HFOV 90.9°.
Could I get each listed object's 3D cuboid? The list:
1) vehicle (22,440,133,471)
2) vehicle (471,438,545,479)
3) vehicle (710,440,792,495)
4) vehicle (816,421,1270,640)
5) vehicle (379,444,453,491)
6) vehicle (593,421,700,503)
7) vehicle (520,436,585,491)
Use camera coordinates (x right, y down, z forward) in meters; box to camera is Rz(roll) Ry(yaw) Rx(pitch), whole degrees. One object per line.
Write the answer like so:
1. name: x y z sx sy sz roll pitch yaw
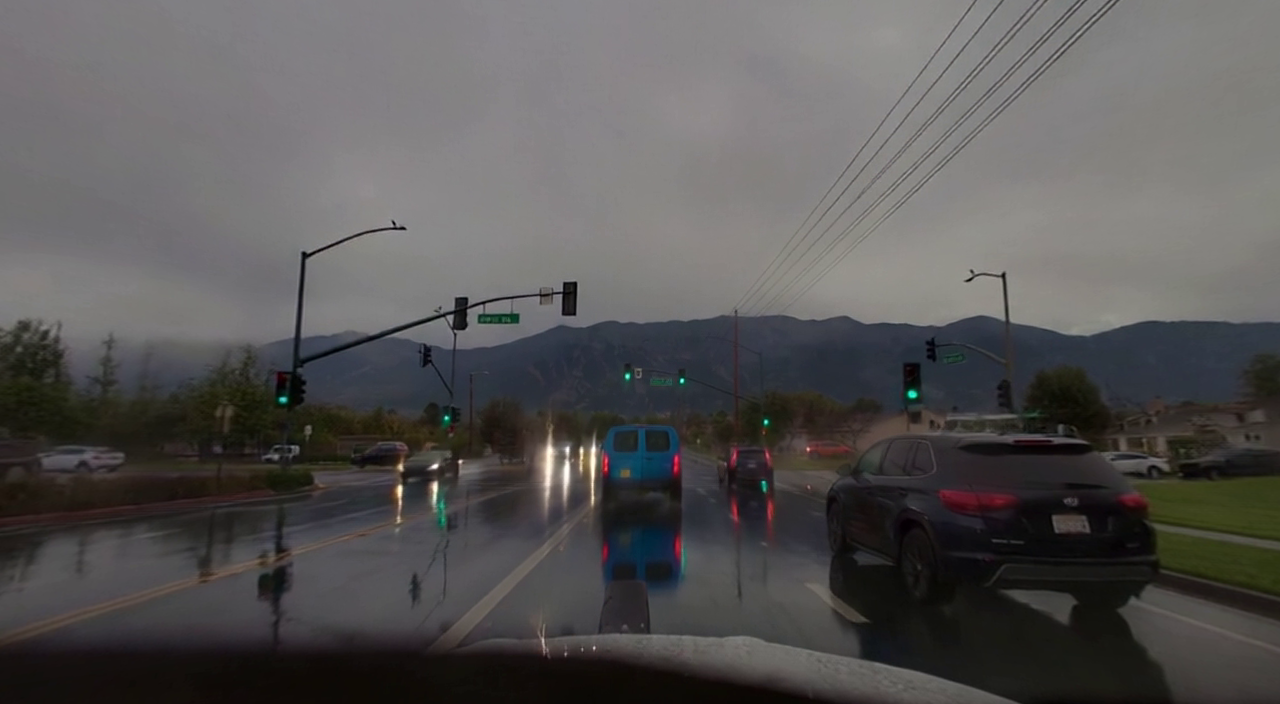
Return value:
1. vehicle: -32.055 5.904 36.024 4.428 1.738 1.886 0 -8 -1
2. vehicle: -6.703 5.286 31.725 1.999 1.864 4.530 6 -10 -34
3. vehicle: 3.620 3.836 21.393 1.957 1.646 4.355 0 -8 0
4. vehicle: 3.767 1.714 7.279 2.155 1.658 4.721 0 -8 1
5. vehicle: -8.531 4.268 23.773 2.005 1.533 4.644 4 -9 -26
6. vehicle: 0.193 3.094 18.237 2.636 2.011 5.130 0 -8 1
7. vehicle: -3.037 3.965 22.828 2.059 1.749 4.458 1 -8 -5
